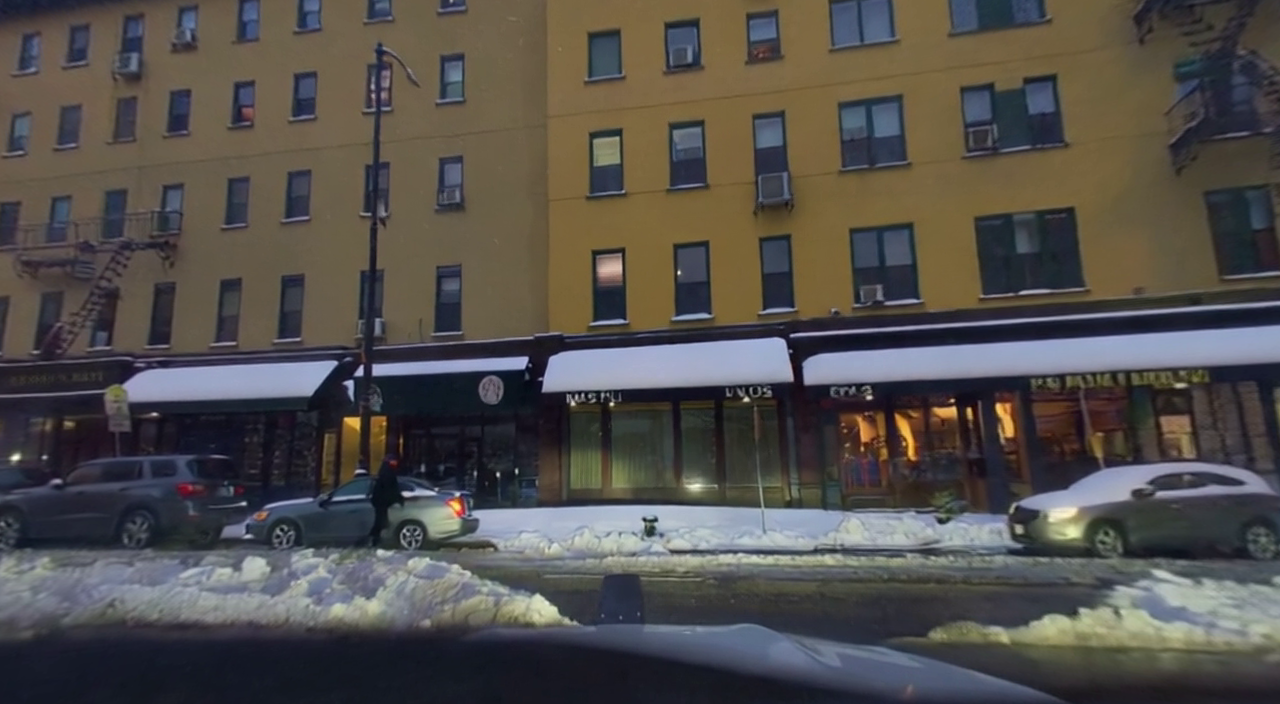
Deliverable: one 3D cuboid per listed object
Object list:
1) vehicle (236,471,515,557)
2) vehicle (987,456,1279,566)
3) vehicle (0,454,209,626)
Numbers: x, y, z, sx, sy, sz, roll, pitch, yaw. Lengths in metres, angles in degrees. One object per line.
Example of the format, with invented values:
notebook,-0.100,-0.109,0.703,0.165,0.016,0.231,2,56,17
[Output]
vehicle,-5.140,3.154,12.627,4.830,1.421,1.826,-1,-8,8
vehicle,8.963,2.735,11.229,4.410,1.687,1.834,-1,-8,6
vehicle,-7.498,1.885,7.025,4.330,1.458,1.932,-2,-8,13
